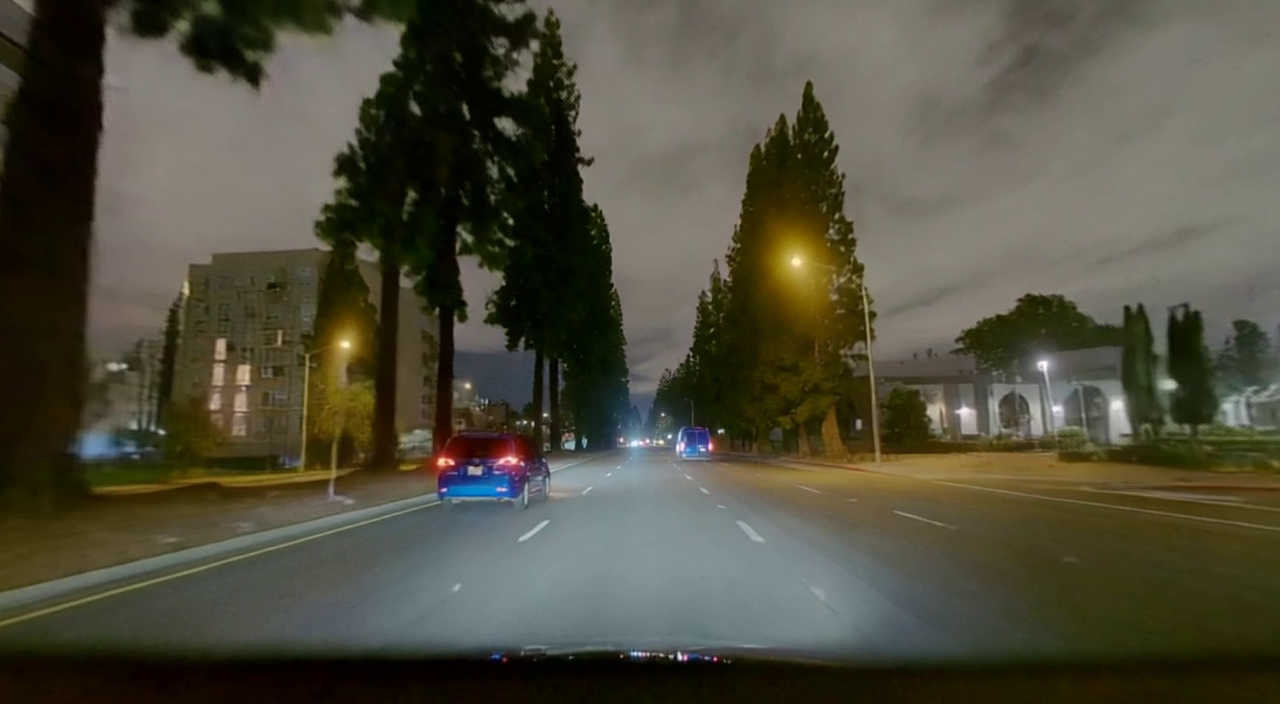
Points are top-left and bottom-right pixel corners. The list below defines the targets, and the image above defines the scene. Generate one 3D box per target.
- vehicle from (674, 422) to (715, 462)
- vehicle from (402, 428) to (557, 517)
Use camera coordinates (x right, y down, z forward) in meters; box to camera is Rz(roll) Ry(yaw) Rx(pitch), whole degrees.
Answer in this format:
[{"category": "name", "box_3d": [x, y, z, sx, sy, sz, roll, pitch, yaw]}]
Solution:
[{"category": "vehicle", "box_3d": [3.771, 6.449, 45.106, 2.349, 2.671, 5.744, 0, -8, -1]}, {"category": "vehicle", "box_3d": [-3.224, 2.527, 13.796, 2.129, 1.602, 4.532, 0, -8, 1]}]
